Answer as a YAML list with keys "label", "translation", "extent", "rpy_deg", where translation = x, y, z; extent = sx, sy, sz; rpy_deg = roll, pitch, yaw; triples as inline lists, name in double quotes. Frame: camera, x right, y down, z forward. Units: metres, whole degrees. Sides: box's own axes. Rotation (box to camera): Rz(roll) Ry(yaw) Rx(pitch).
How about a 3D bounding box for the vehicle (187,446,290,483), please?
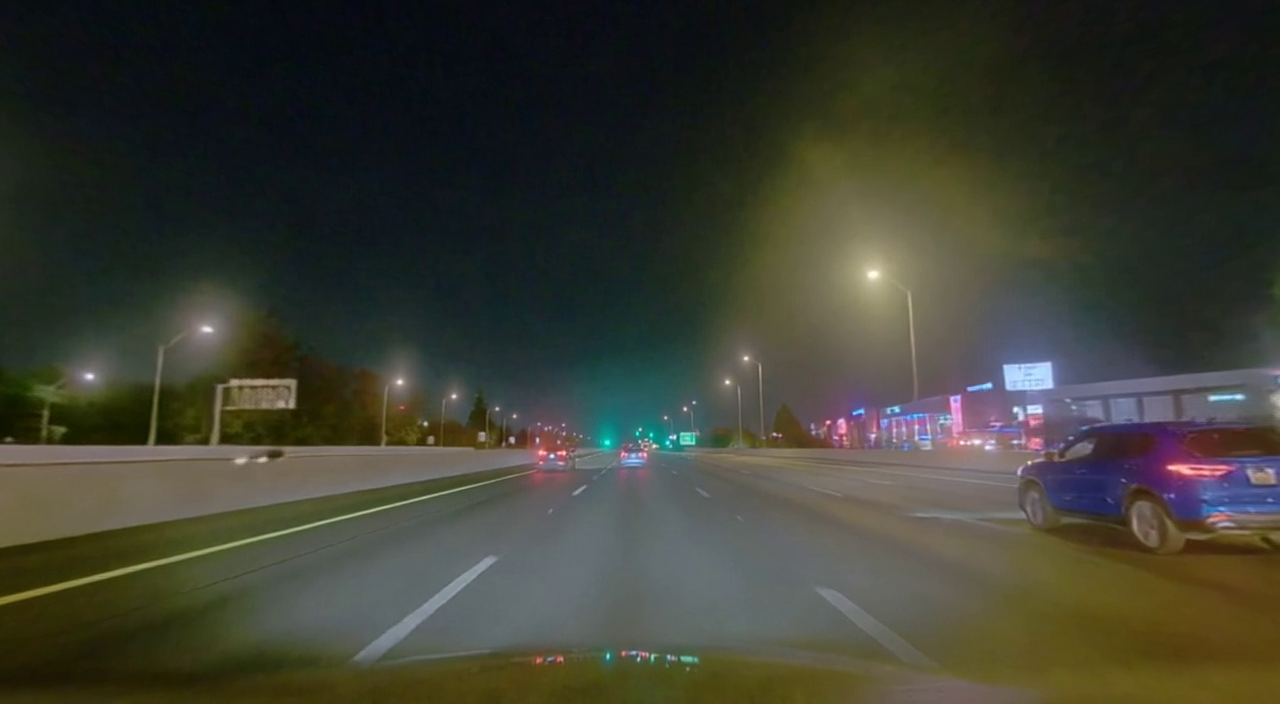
- label: "vehicle"
  translation: [-20.688, 5.795, 32.887]
  extent: [2.123, 1.759, 4.920]
  rpy_deg: [0, -8, 0]

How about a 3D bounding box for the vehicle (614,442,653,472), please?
- label: "vehicle"
  translation: [-0.371, 5.729, 34.688]
  extent: [1.997, 1.485, 4.094]
  rpy_deg: [0, -8, -1]

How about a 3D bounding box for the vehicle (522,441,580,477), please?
- label: "vehicle"
  translation: [-3.861, 4.715, 28.066]
  extent: [1.886, 1.465, 4.625]
  rpy_deg: [0, -8, 0]

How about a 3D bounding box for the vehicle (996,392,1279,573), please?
- label: "vehicle"
  translation: [7.357, 1.655, 8.726]
  extent: [2.028, 1.801, 4.741]
  rpy_deg: [0, -8, -1]
